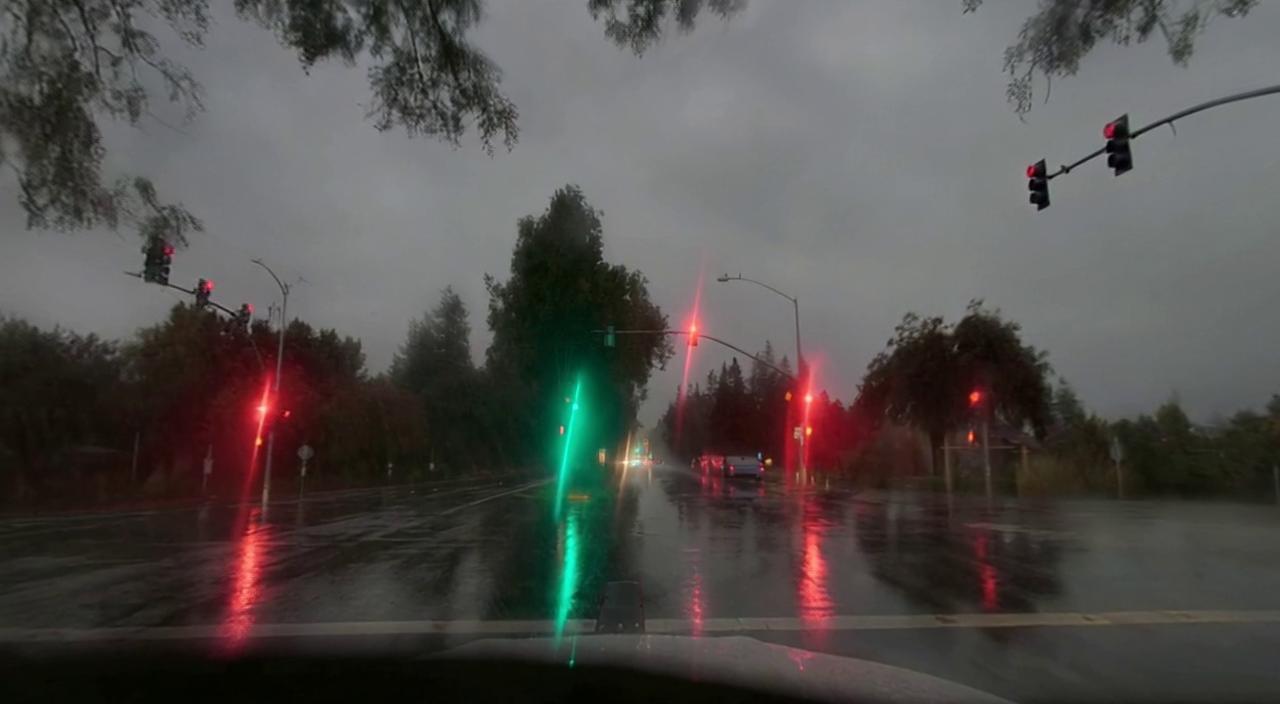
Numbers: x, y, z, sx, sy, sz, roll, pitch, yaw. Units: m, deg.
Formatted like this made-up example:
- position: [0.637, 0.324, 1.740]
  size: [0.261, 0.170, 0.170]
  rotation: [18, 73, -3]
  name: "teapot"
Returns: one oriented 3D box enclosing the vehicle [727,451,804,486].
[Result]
- position: [8.824, 8.254, 45.449]
  size: [2.771, 2.214, 7.159]
  rotation: [2, -9, -12]
  name: "vehicle"
